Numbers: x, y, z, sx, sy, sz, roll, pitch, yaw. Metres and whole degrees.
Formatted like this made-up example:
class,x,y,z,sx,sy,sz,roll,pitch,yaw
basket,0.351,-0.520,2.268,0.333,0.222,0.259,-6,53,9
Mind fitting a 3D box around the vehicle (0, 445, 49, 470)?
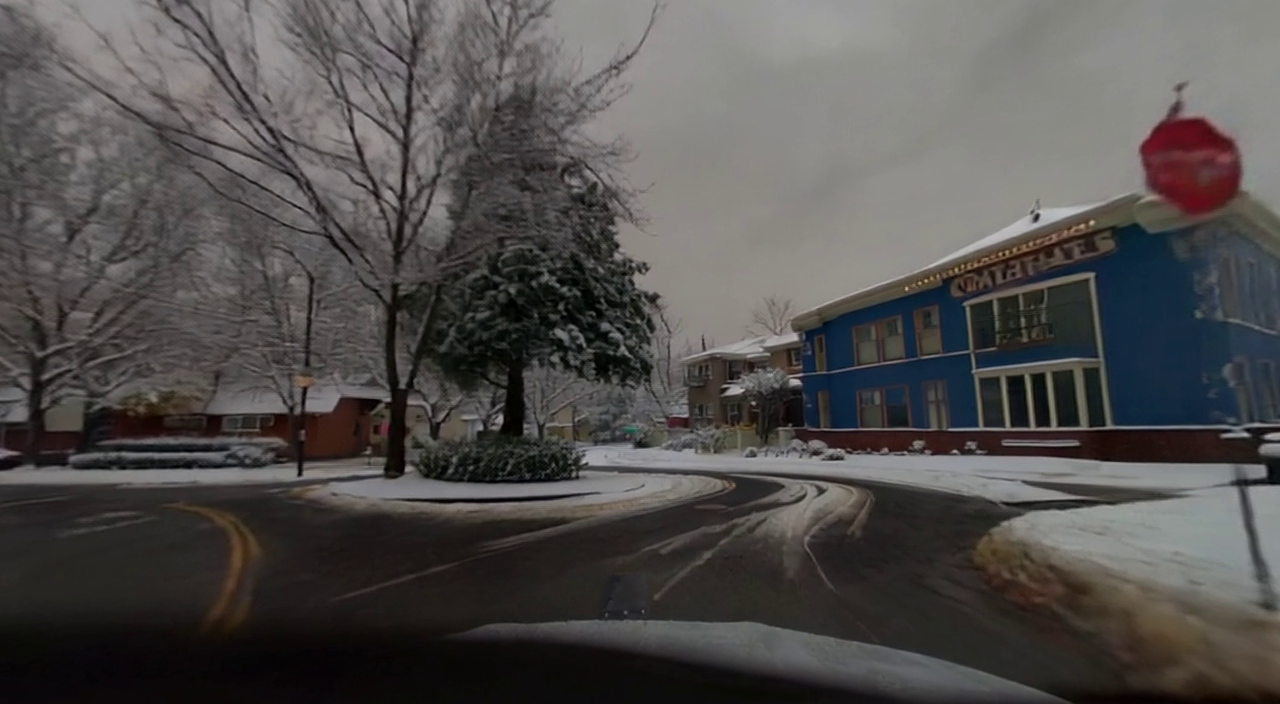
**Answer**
class,x,y,z,sx,sy,sz,roll,pitch,yaw
vehicle,-37.653,6.272,37.484,3.362,1.404,1.588,-1,-7,-3
